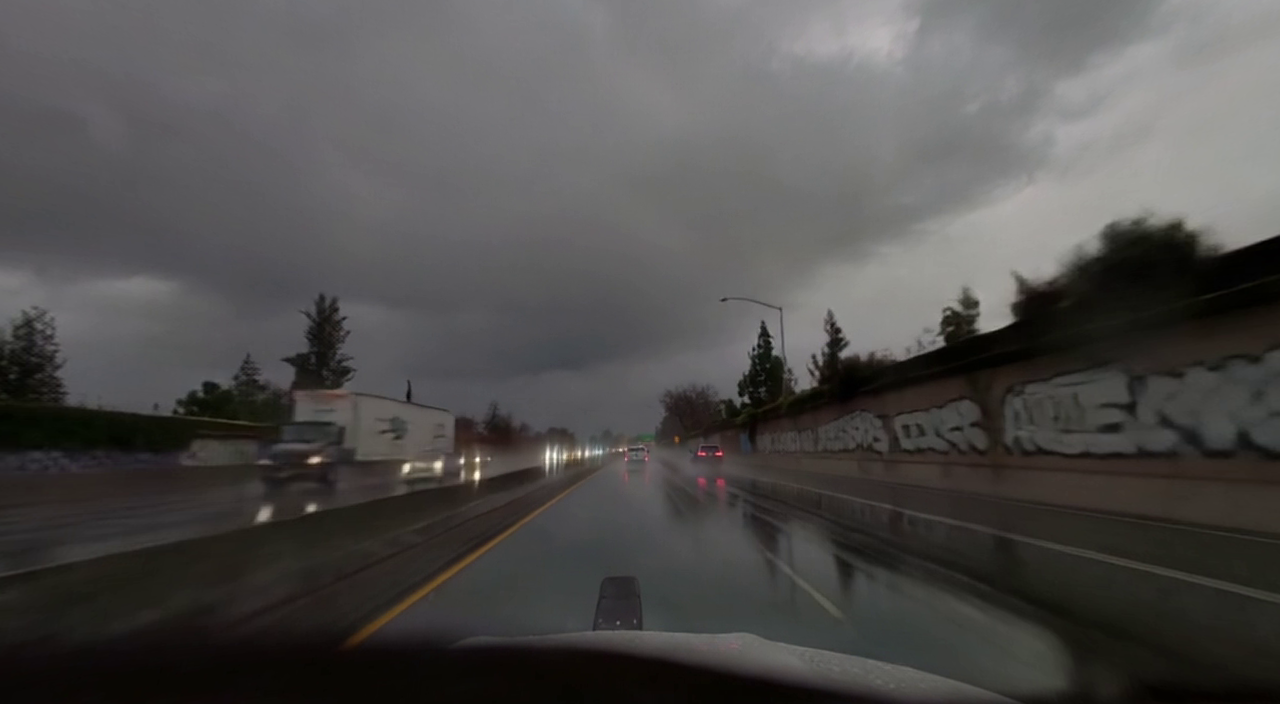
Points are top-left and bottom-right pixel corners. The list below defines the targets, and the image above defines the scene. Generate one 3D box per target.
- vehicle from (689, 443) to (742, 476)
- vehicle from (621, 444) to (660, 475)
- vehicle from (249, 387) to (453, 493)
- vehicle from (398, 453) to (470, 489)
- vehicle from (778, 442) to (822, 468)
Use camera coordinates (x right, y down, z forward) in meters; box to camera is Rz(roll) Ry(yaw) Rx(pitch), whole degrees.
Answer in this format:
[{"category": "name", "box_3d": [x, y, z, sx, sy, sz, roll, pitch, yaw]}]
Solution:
[{"category": "vehicle", "box_3d": [3.986, 5.794, 33.879, 2.303, 1.614, 4.154, -1, -9, 0]}, {"category": "vehicle", "box_3d": [-0.001, 6.210, 36.378, 2.095, 1.671, 4.219, 0, -9, -1]}, {"category": "vehicle", "box_3d": [-13.273, 4.520, 31.583, 3.029, 3.989, 15.326, 0, -9, 0]}, {"category": "vehicle", "box_3d": [-9.431, 5.460, 29.036, 1.889, 1.495, 4.400, 0, -9, -1]}, {"category": "vehicle", "box_3d": [10.251, 6.626, 40.400, 1.797, 1.588, 3.848, -1, -9, 1]}]
